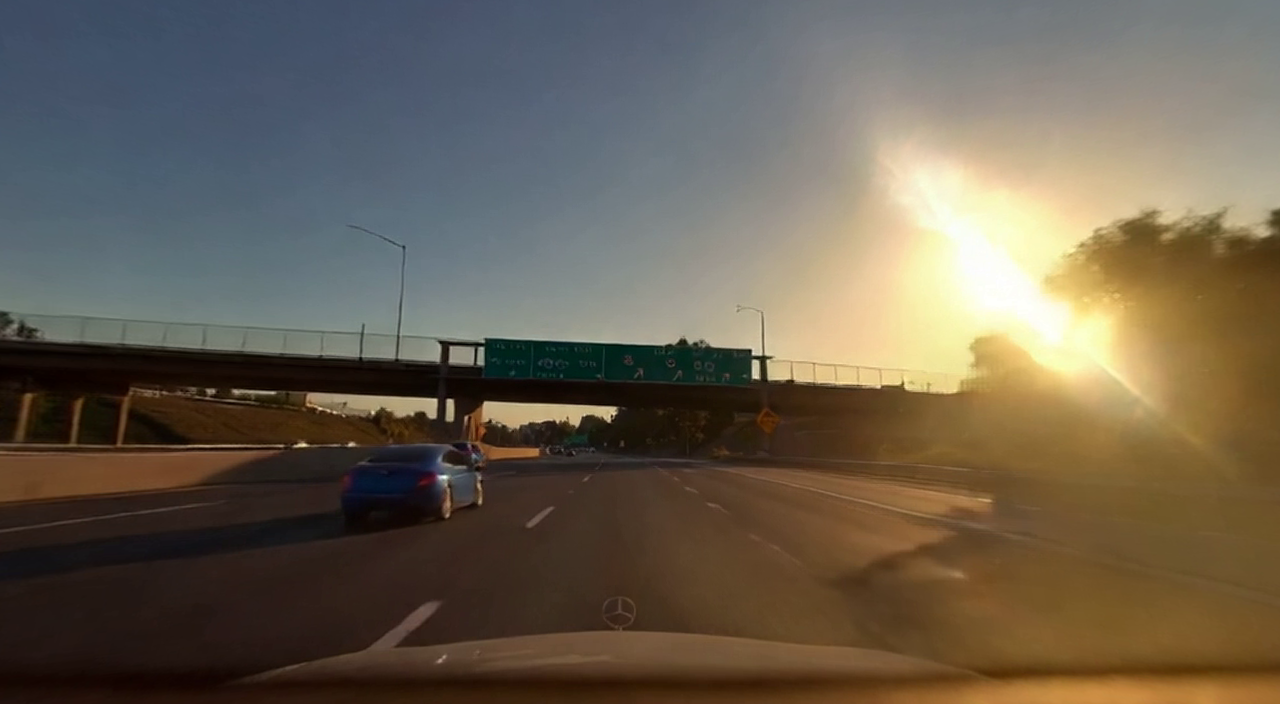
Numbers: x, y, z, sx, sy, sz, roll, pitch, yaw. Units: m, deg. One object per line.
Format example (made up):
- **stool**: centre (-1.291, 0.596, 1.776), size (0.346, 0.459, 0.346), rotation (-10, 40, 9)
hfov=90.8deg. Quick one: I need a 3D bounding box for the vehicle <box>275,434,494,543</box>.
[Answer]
- **vehicle**: centre (-4.123, 2.258, 11.158), size (2.050, 1.507, 4.316), rotation (0, -8, 0)
